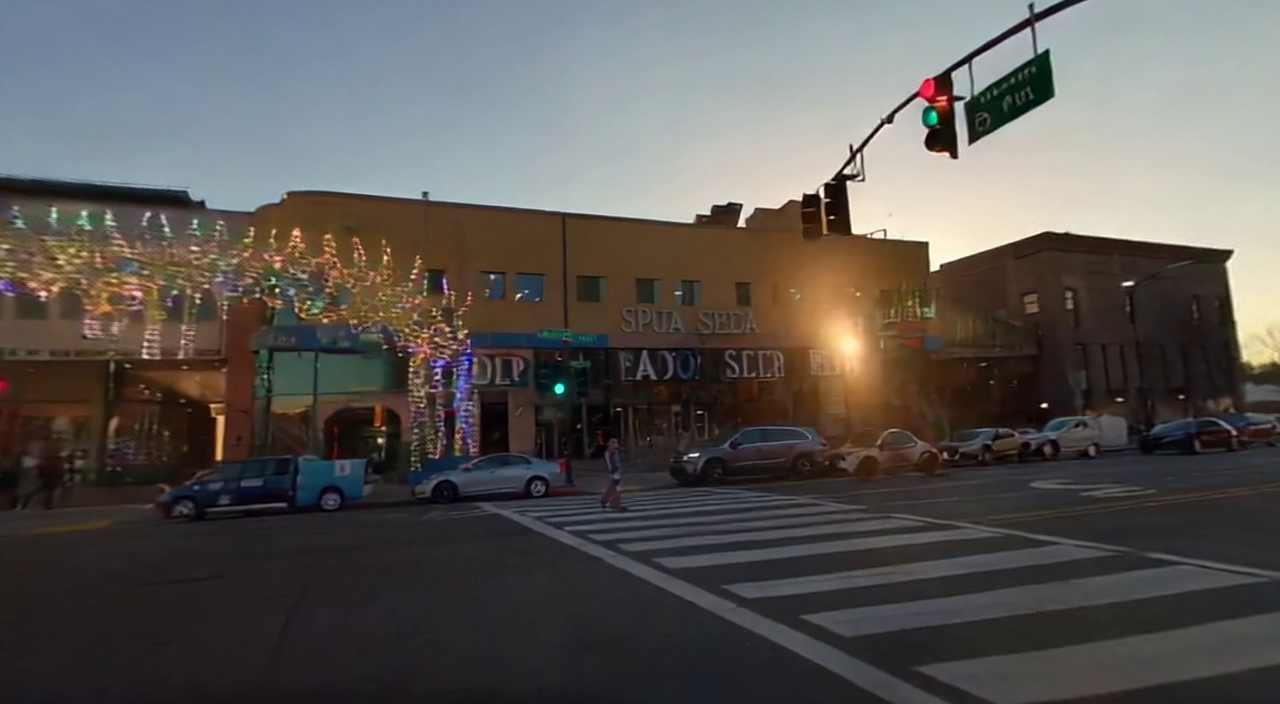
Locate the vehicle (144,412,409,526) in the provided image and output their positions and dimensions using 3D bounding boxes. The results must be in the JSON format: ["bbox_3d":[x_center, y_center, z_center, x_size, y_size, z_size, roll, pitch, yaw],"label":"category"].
[{"bbox_3d":[-10.199,3.343,18.554,6.182,2.913,2.526,3,-9,-18],"label":"vehicle"}]

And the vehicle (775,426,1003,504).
[{"bbox_3d":[5.536,2.458,14.060,4.600,1.506,1.878,3,-9,-21],"label":"vehicle"}]

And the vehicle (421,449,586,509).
[{"bbox_3d":[-4.025,3.694,18.679,4.515,1.583,1.920,3,-9,-17],"label":"vehicle"}]

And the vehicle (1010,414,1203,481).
[{"bbox_3d":[12.139,2.484,16.437,4.390,1.552,1.925,3,-9,-22],"label":"vehicle"}]
